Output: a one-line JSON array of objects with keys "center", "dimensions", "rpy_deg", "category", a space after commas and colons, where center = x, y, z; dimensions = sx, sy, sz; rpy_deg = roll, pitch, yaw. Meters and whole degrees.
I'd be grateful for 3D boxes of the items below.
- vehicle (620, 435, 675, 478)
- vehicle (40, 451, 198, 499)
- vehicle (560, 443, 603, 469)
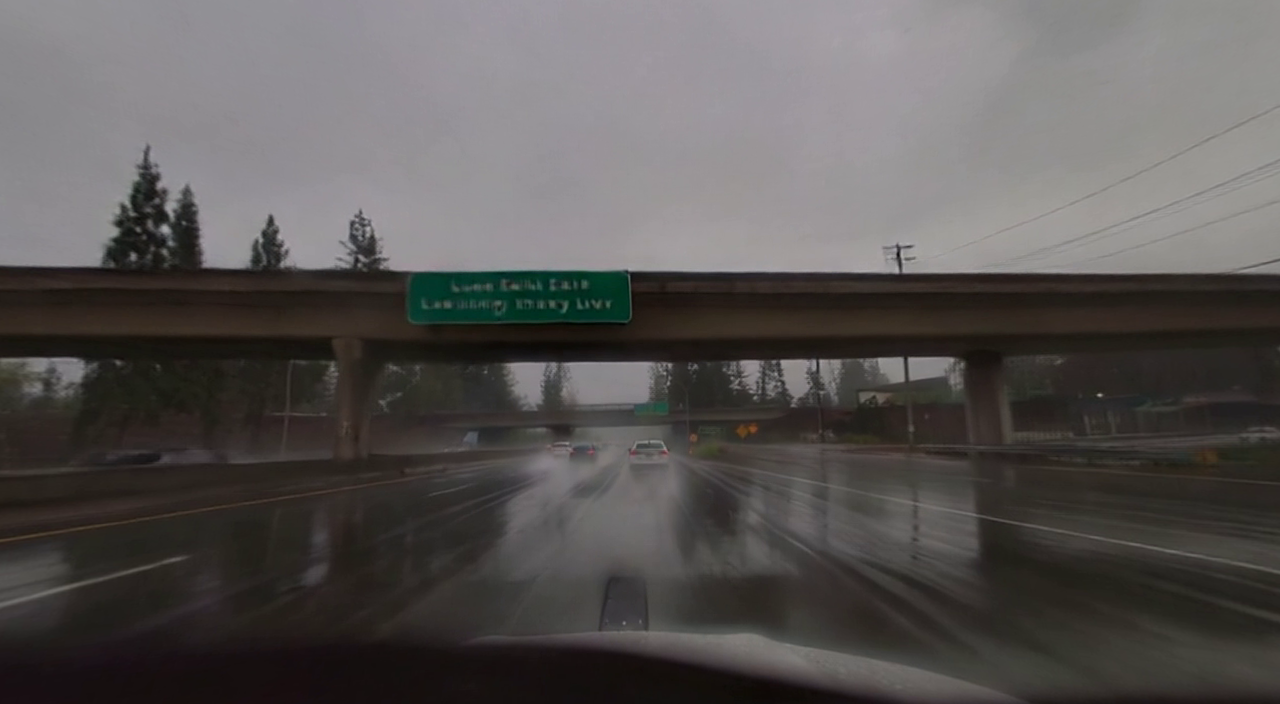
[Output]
[{"center": [0.288, 4.467, 27.189], "dimensions": [2.152, 1.697, 4.066], "rpy_deg": [0, -9, 0], "category": "vehicle"}, {"center": [-17.796, 4.181, 21.876], "dimensions": [1.760, 1.433, 4.294], "rpy_deg": [0, -9, 0], "category": "vehicle"}, {"center": [-3.370, 6.110, 37.257], "dimensions": [2.056, 1.464, 4.564], "rpy_deg": [0, -9, 1], "category": "vehicle"}]
